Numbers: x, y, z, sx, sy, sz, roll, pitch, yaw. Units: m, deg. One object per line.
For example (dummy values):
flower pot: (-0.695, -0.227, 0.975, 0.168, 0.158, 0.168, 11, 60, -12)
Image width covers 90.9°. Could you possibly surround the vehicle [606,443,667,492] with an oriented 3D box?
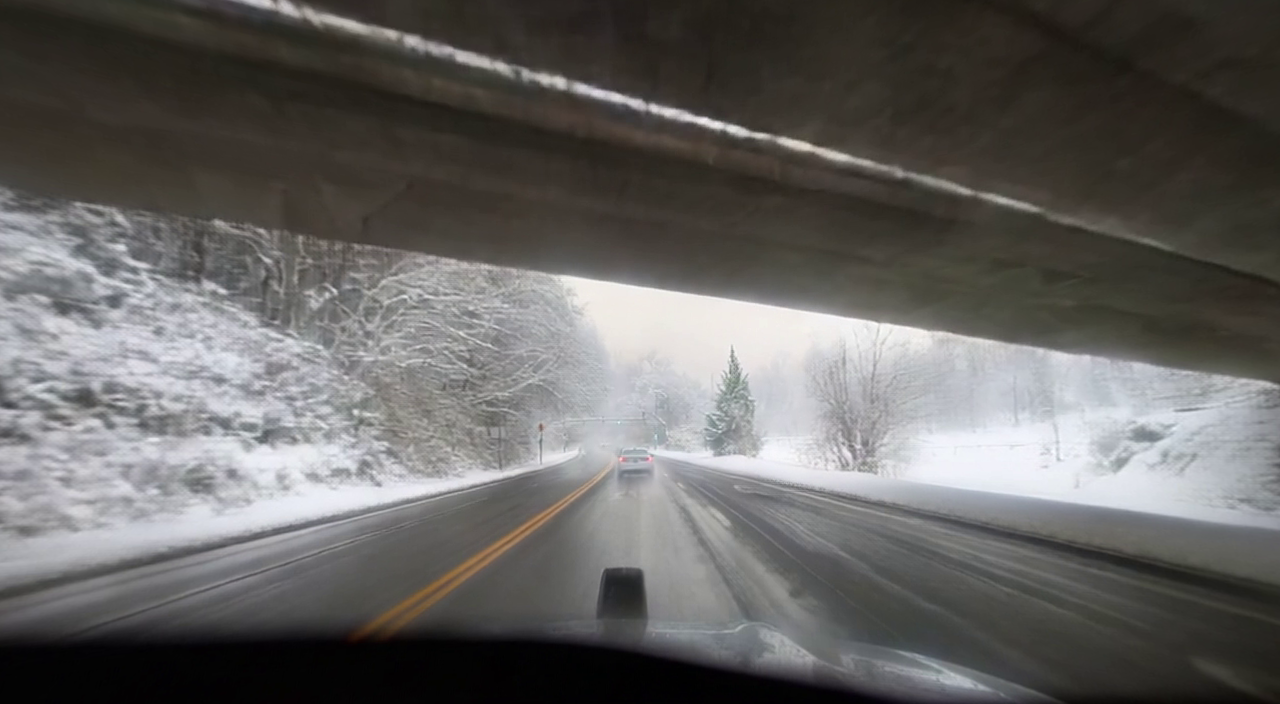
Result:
vehicle: (-0.141, 4.158, 22.875, 2.037, 1.601, 3.643, 0, -9, -1)
